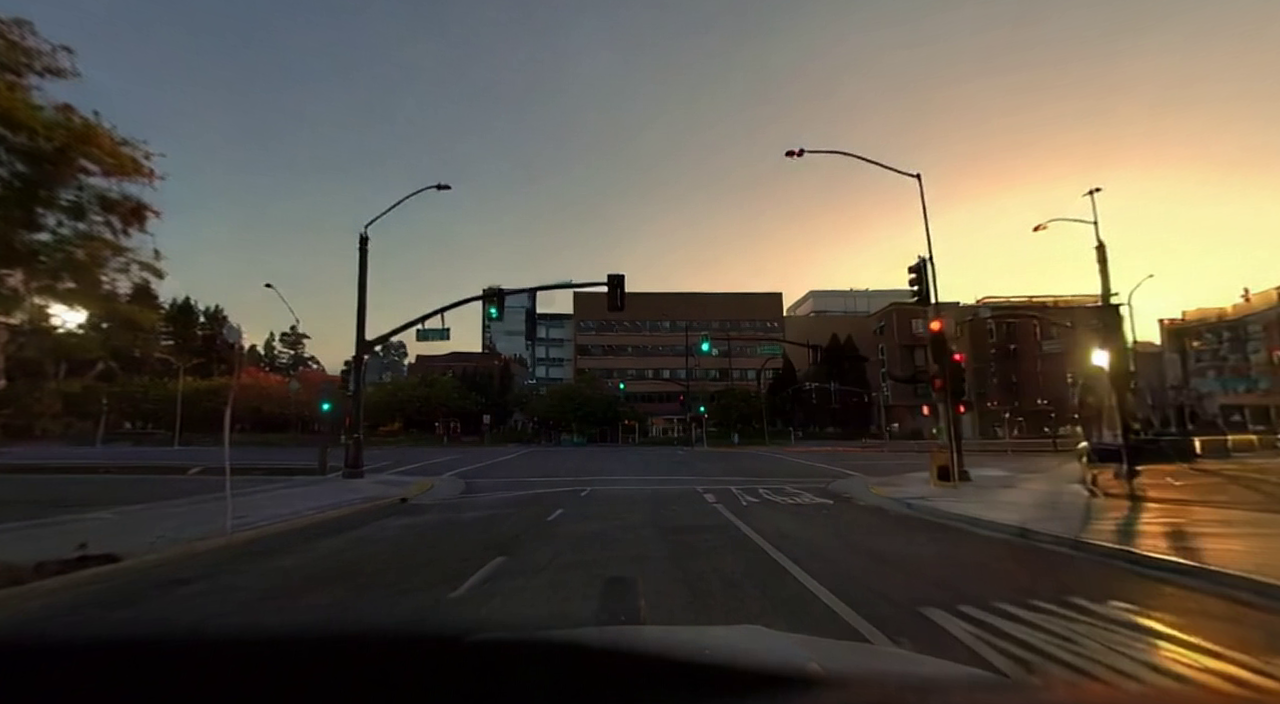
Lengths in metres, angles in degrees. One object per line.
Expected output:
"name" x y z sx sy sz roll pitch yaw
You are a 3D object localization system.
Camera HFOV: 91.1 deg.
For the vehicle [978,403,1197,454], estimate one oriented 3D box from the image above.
"vehicle" 31.013 5.397 43.912 12.822 3.296 3.033 0 -9 0
